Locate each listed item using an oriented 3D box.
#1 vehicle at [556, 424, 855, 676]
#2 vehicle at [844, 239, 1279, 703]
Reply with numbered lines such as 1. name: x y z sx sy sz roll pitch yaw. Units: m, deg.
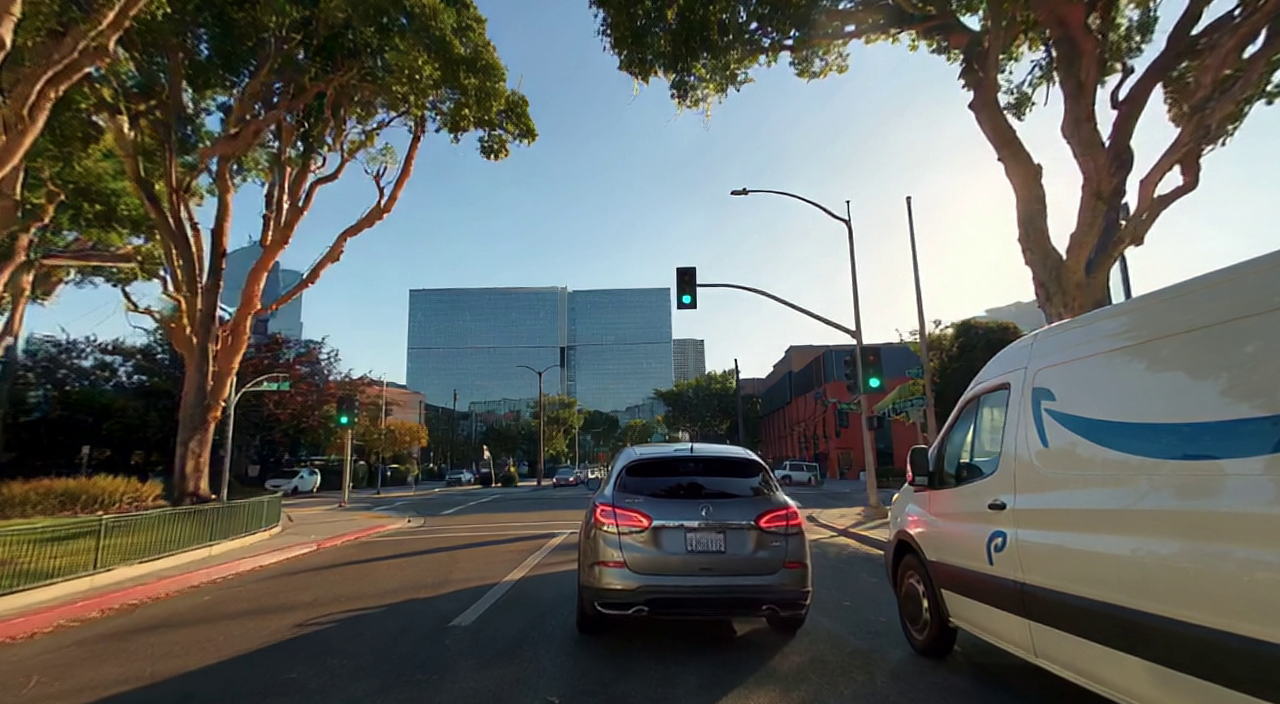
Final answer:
1. vehicle: 0.382 1.647 6.041 1.961 1.629 3.610 1 -10 -2
2. vehicle: 2.852 0.880 2.865 2.054 1.965 5.248 1 -11 0
